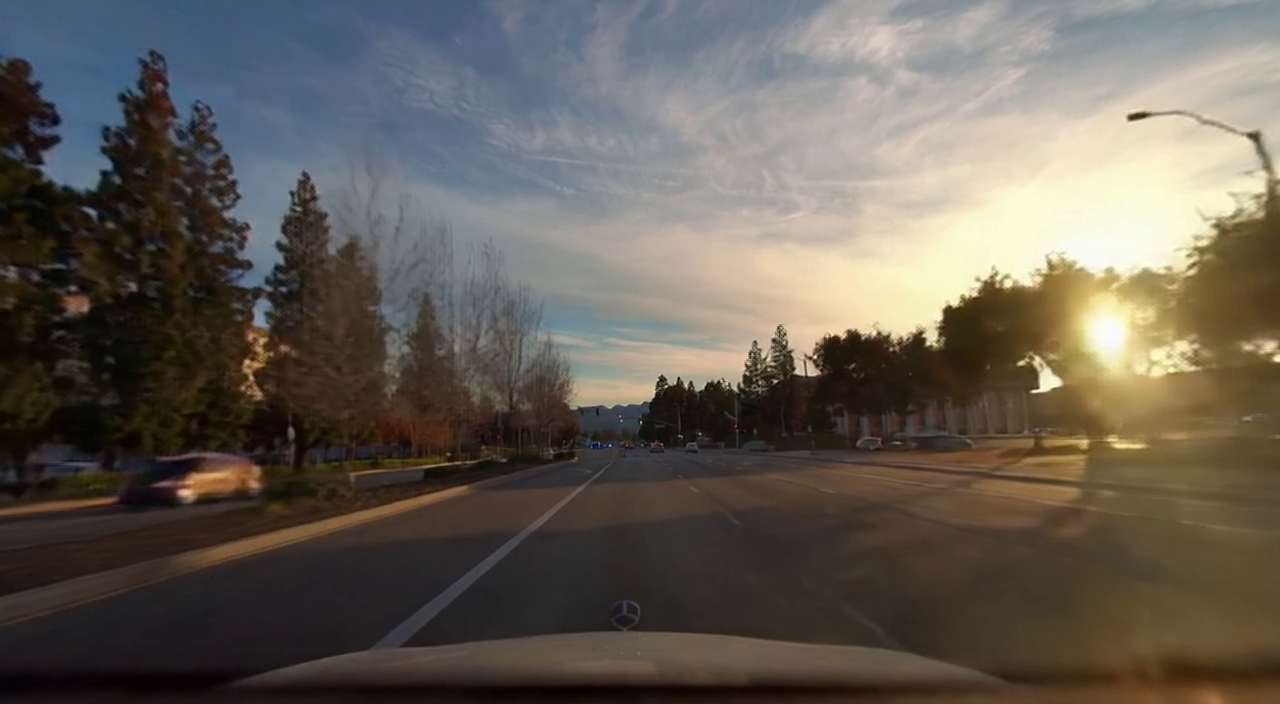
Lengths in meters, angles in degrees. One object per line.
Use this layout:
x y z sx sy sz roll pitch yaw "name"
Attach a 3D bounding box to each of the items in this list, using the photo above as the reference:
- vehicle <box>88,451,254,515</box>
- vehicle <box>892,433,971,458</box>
-14.957 4.137 20.543 1.998 1.785 4.362 0 -8 0 "vehicle"
22.154 7.110 48.125 4.893 1.873 2.191 1 -8 -6 "vehicle"
